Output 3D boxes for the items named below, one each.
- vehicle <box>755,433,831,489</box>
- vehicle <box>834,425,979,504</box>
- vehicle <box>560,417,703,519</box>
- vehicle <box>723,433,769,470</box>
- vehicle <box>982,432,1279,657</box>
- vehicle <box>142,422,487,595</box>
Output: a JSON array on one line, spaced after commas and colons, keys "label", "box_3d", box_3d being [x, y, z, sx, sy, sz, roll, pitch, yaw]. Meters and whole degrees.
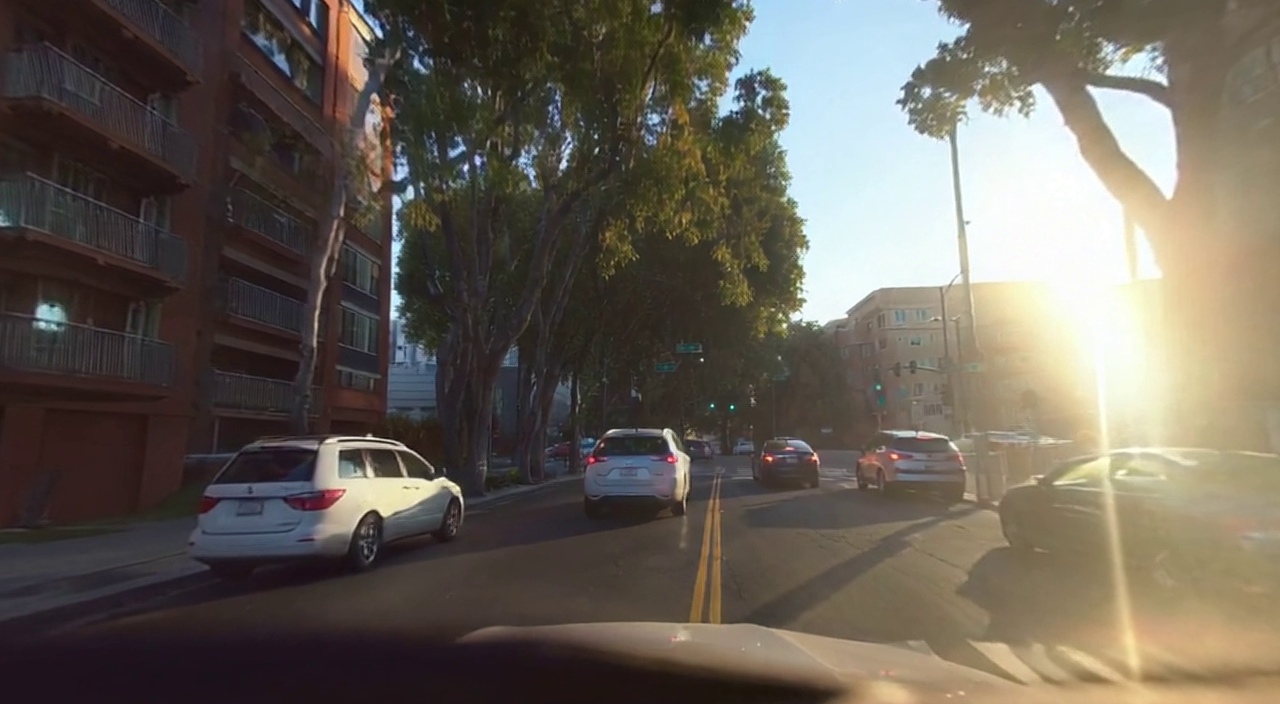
[{"label": "vehicle", "box_3d": [4.874, 3.498, 20.618, 2.111, 1.619, 4.077, -2, -9, 10]}, {"label": "vehicle", "box_3d": [7.002, 3.008, 17.378, 2.093, 1.815, 5.441, -1, -9, 6]}, {"label": "vehicle", "box_3d": [0.083, 2.506, 14.226, 2.333, 1.832, 5.200, -2, -9, 9]}, {"label": "vehicle", "box_3d": [5.237, 4.986, 31.719, 2.111, 1.705, 4.093, -1, -9, 7]}, {"label": "vehicle", "box_3d": [5.328, 1.558, 6.212, 1.937, 1.442, 4.338, -1, -9, 7]}, {"label": "vehicle", "box_3d": [-4.028, 1.977, 8.947, 2.013, 1.772, 4.439, -2, -9, 9]}]
